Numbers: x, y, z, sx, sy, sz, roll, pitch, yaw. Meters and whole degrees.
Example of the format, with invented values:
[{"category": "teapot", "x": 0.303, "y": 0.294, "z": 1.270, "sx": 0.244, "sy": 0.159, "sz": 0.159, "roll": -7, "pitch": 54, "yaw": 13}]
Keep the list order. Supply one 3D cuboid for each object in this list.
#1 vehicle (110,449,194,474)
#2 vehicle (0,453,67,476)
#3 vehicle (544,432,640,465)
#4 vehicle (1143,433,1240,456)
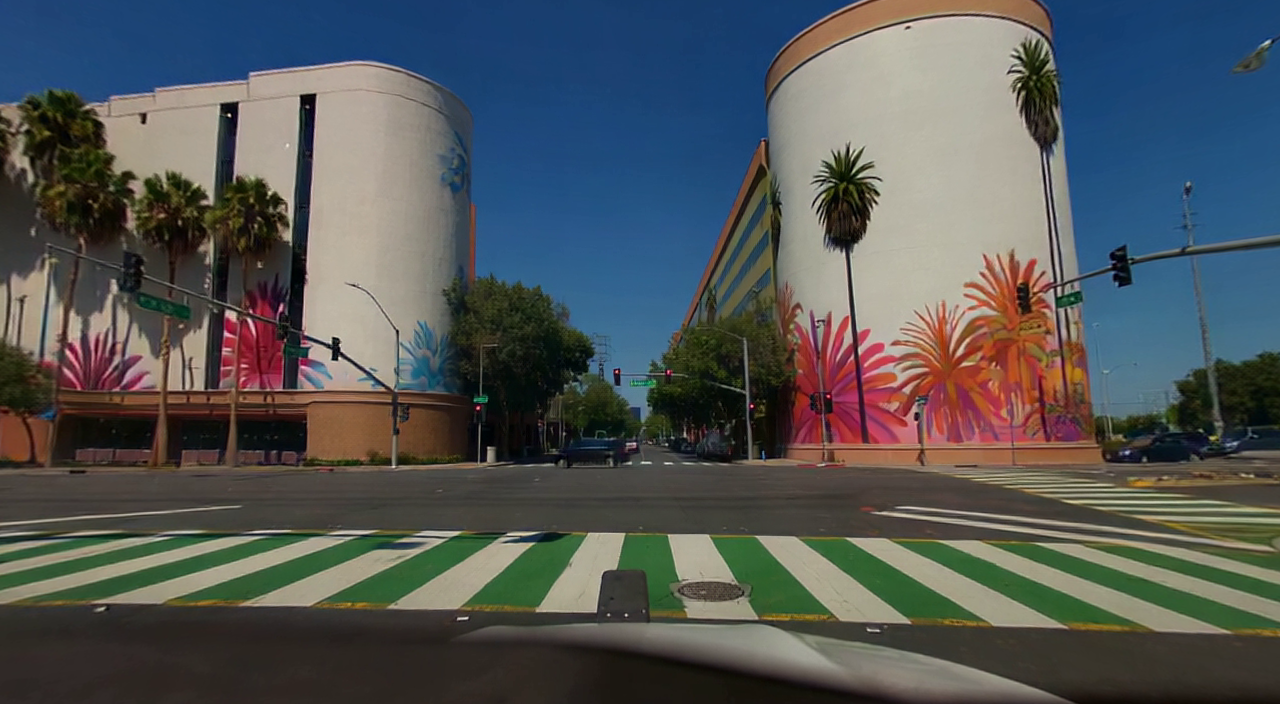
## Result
[{"category": "vehicle", "x": -33.074, "y": 7.400, "z": 42.757, "sx": 4.136, "sy": 1.661, "sz": 1.857, "roll": 0, "pitch": -8, "yaw": 1}, {"category": "vehicle", "x": -41.667, "y": 7.606, "z": 42.773, "sx": 3.698, "sy": 1.508, "sz": 1.779, "roll": 0, "pitch": -8, "yaw": 1}, {"category": "vehicle", "x": -2.770, "y": 5.740, "z": 37.387, "sx": 5.477, "sy": 1.880, "sz": 2.125, "roll": 0, "pitch": -8, "yaw": 1}, {"category": "vehicle", "x": 36.029, "y": 6.032, "z": 41.260, "sx": 4.606, "sy": 1.449, "sz": 1.687, "roll": 0, "pitch": -8, "yaw": 2}]
